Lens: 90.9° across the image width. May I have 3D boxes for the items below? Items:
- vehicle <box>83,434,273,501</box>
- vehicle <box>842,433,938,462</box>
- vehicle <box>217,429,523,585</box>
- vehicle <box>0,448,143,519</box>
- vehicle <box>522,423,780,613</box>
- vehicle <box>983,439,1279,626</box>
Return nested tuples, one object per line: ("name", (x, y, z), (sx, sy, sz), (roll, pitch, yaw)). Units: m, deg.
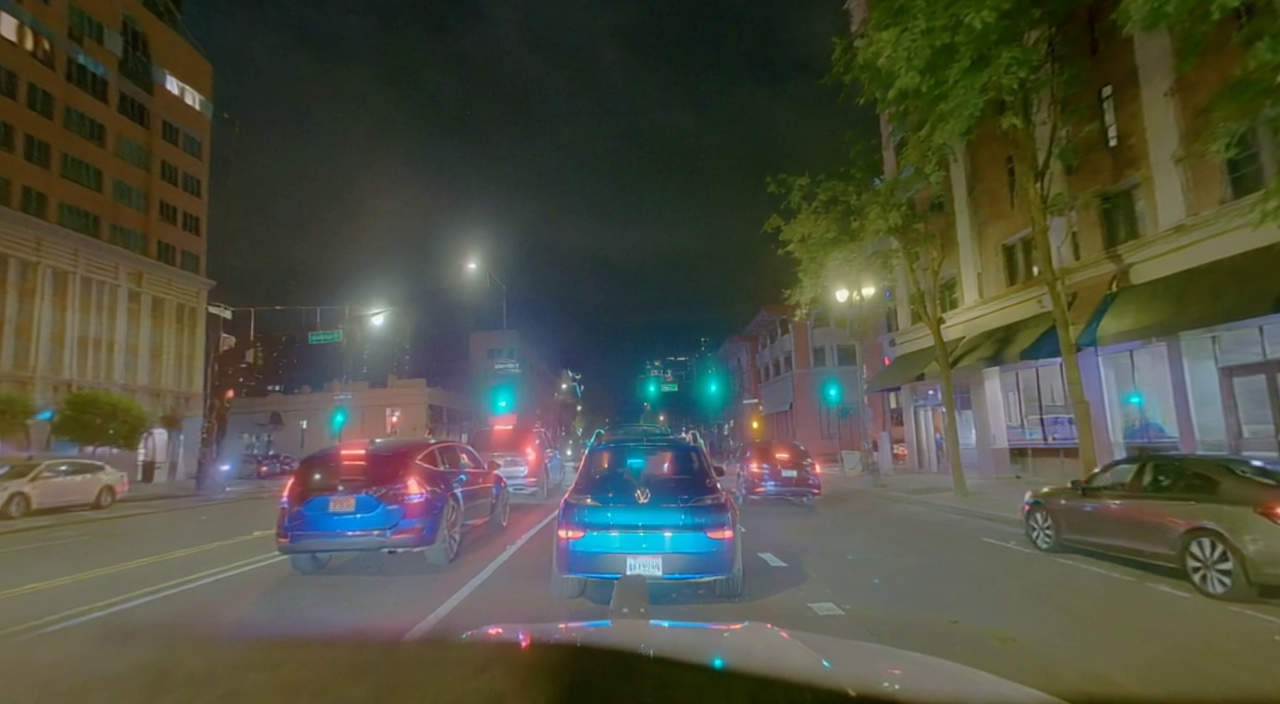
("vehicle", (-16.160, 4.059, 22.665), (2.195, 2.053, 5.980), (0, -9, 1))
("vehicle", (16.361, 6.276, 41.510), (5.345, 1.811, 2.175), (0, -9, -1))
("vehicle", (-3.000, 1.815, 8.216), (2.131, 1.486, 4.089), (0, -9, 1))
("vehicle", (-16.236, 3.445, 17.010), (1.914, 1.690, 4.461), (0, -9, 1))
("vehicle", (0.084, 1.584, 6.828), (2.022, 1.481, 3.564), (0, -9, 0))
("vehicle", (5.967, 1.703, 6.878), (1.873, 1.453, 4.579), (0, -9, 0))
